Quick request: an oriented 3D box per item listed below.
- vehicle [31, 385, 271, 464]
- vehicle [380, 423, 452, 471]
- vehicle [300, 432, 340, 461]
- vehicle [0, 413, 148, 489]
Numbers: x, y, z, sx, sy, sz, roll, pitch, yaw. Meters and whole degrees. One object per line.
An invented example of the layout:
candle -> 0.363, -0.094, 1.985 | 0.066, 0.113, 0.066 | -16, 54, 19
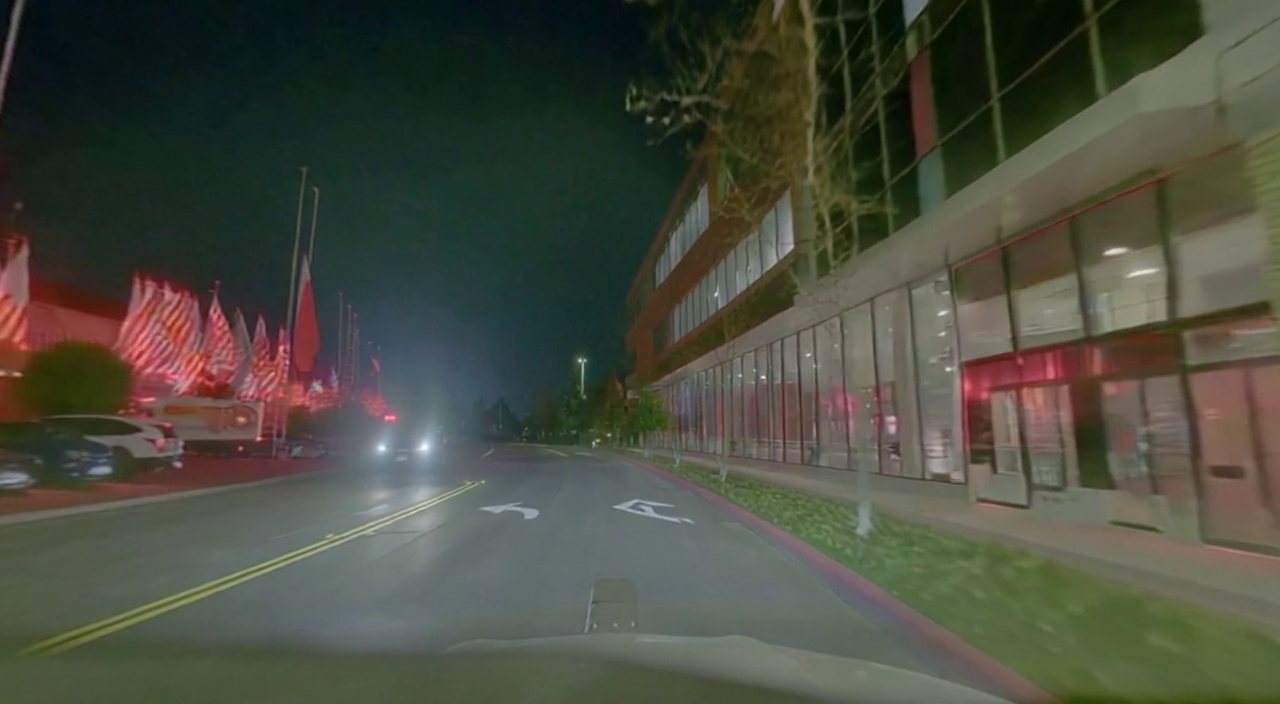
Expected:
vehicle -> -23.092, 3.555, 30.547 | 8.479, 3.396, 3.021 | 3, -8, -24
vehicle -> -9.615, 4.091, 27.367 | 2.026, 1.882, 4.277 | 1, -8, -7
vehicle -> -18.538, 5.478, 36.622 | 1.778, 1.584, 2.802 | 3, -8, -22
vehicle -> -14.515, 2.308, 14.898 | 3.948, 1.672, 1.942 | 1, -8, -8
